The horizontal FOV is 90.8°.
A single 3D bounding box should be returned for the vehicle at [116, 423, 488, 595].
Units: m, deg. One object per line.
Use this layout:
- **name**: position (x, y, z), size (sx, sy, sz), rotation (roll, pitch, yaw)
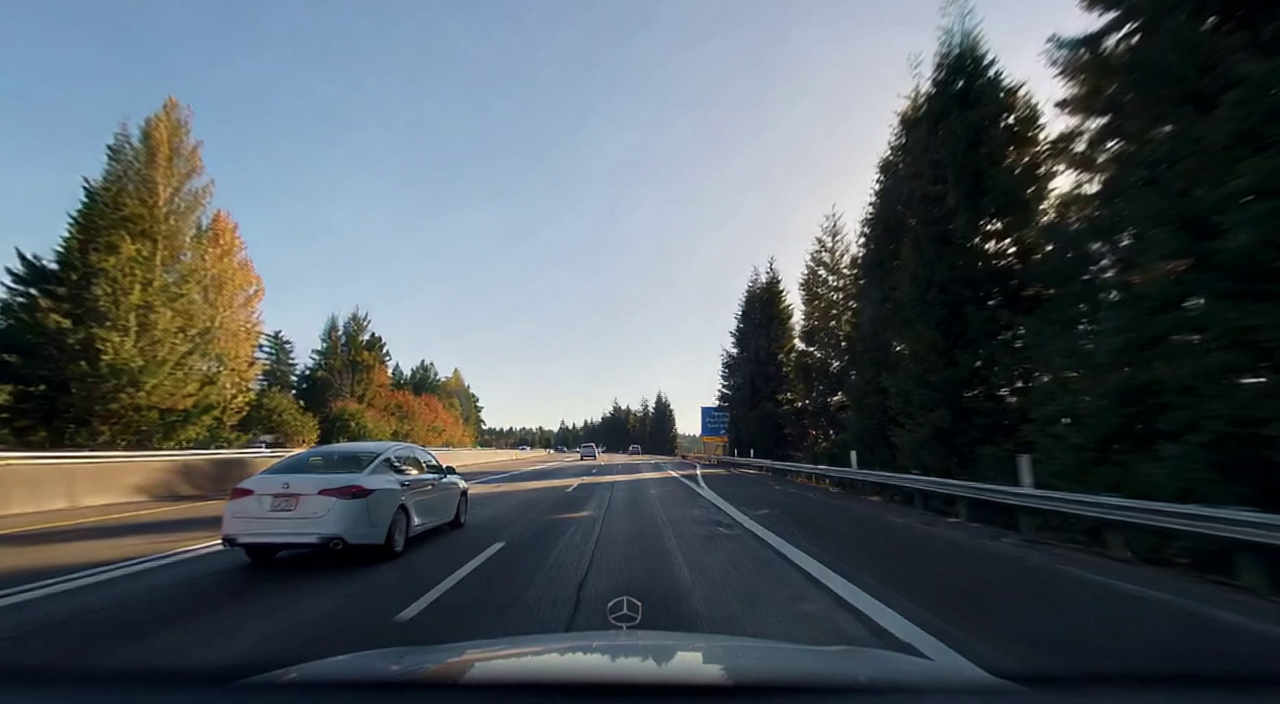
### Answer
- **vehicle**: position (-3.754, 1.851, 8.430), size (2.184, 1.574, 5.004), rotation (0, -9, 0)
